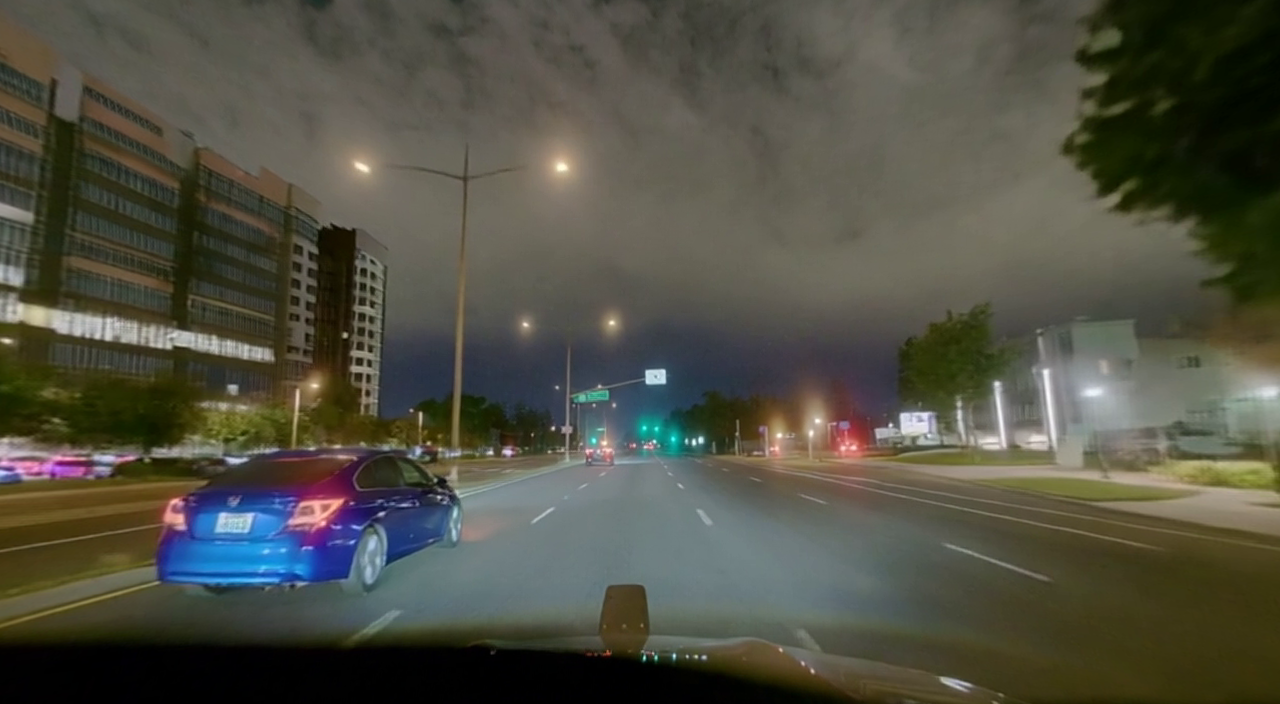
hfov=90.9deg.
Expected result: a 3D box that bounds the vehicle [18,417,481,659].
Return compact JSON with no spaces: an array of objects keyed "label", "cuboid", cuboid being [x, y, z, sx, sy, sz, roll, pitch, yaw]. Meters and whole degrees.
[{"label":"vehicle","cuboid":[-3.344,1.627,6.723,2.009,1.489,4.543,-6,-8,0]}]
